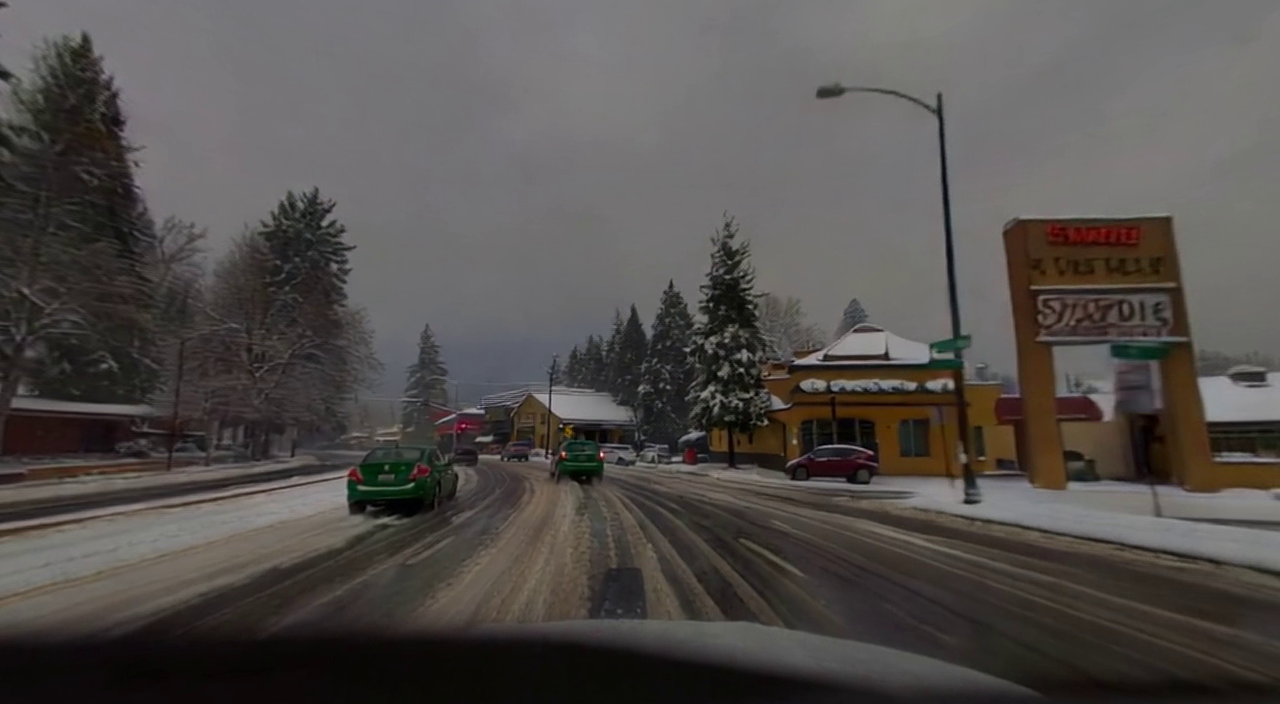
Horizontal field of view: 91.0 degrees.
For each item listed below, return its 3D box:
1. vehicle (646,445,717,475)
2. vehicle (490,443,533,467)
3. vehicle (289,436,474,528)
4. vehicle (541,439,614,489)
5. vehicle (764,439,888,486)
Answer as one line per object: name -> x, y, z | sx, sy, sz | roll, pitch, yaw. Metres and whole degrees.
vehicle -> 2.213, 5.886, 34.669 | 1.952, 1.547, 4.091 | 5, -10, -29
vehicle -> -8.306, 6.565, 40.443 | 1.920, 1.416, 4.310 | 3, -9, -22
vehicle -> -4.878, 2.492, 12.801 | 2.105, 1.477, 4.857 | 1, -8, -5
vehicle -> -2.227, 3.739, 21.415 | 2.001, 1.483, 4.442 | 2, -9, -11
vehicle -> 7.476, 4.477, 25.858 | 2.095, 1.697, 4.801 | 4, -9, -27
